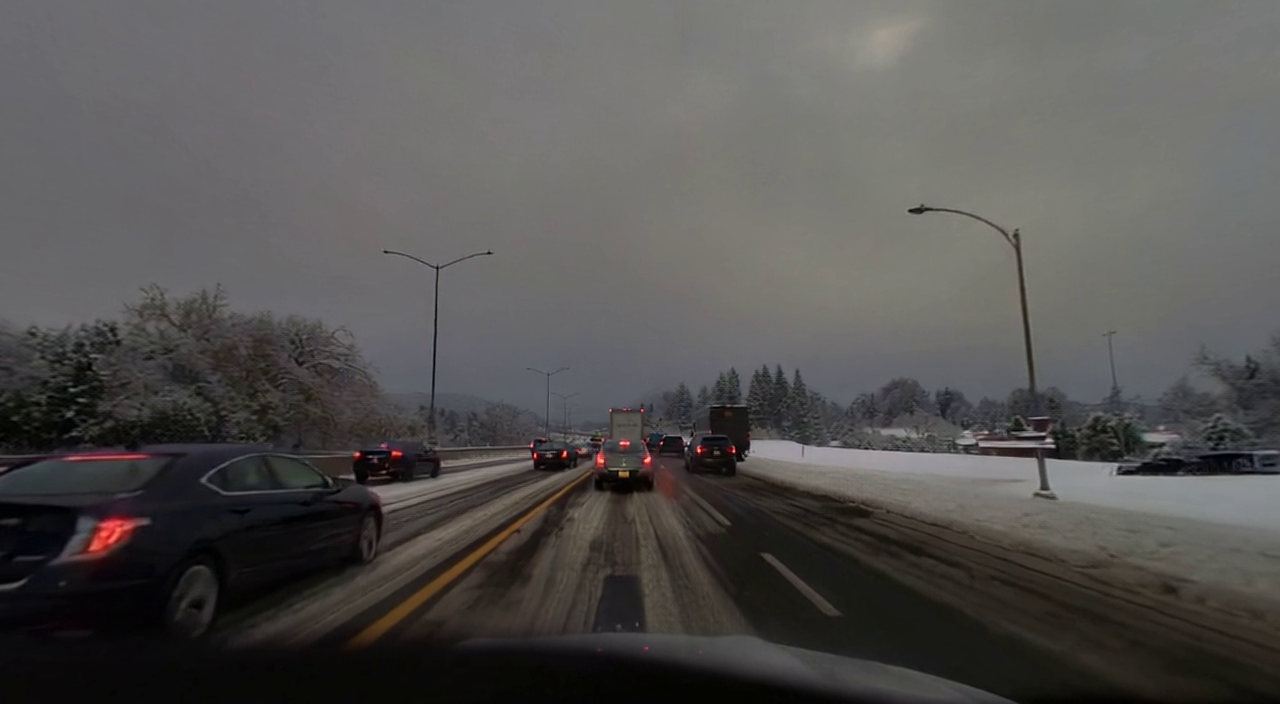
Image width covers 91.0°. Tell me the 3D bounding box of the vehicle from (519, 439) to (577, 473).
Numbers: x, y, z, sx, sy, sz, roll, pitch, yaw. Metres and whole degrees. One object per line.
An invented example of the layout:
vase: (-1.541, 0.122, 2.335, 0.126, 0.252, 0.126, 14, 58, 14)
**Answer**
vehicle: (-4.054, 4.666, 28.479, 1.998, 1.423, 4.436, 0, -8, 0)

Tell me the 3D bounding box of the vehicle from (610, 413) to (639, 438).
vehicle: (-1.213, 5.837, 49.599, 2.206, 1.803, 4.569, 0, -8, -1)

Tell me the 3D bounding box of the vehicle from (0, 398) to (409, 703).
vehicle: (-3.647, 1.256, 4.836, 2.064, 1.475, 4.489, 0, -8, 0)

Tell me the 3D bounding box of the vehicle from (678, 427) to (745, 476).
vehicle: (2.886, 4.143, 26.496, 2.173, 1.870, 4.499, 0, -8, -2)

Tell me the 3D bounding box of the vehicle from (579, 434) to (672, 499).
vehicle: (-0.338, 2.908, 16.403, 2.136, 1.470, 3.971, 0, -8, 0)
